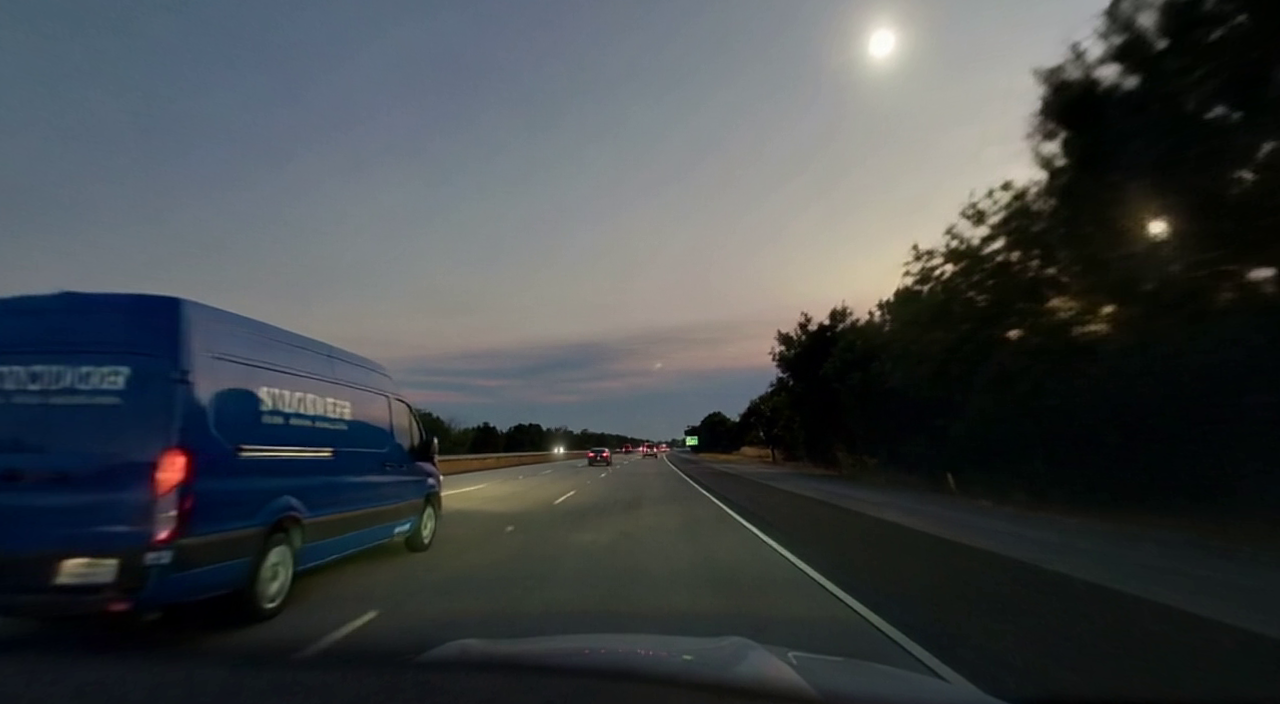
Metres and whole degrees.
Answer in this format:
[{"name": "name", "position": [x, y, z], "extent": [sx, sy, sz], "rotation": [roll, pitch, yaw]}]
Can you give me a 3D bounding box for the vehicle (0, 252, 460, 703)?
[{"name": "vehicle", "position": [-3.627, 1.040, 5.712], "extent": [2.360, 2.367, 5.223], "rotation": [0, -8, 1]}]
